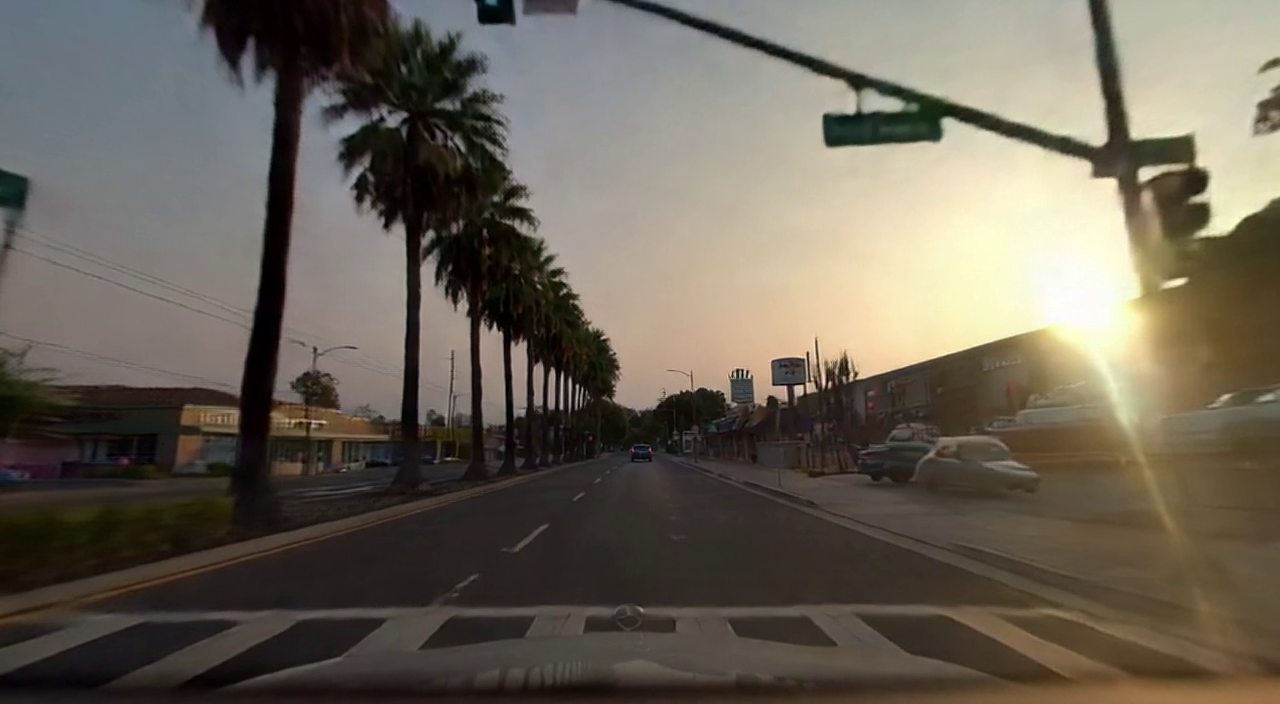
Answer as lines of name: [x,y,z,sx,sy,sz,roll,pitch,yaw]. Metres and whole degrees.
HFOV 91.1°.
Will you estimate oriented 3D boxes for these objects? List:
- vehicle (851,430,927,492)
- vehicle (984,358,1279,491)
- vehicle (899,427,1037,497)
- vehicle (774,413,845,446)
vehicle: [9.546,4.343,24.448,1.917,1.876,4.629,-6,-16,12]
vehicle: [15.907,2.628,21.009,2.814,3.328,10.467,0,-9,0]
vehicle: [9.529,3.268,18.642,1.655,1.820,3.969,1,-10,-5]
vehicle: [11.865,5.487,43.796,5.186,2.000,2.226,10,-13,-41]
